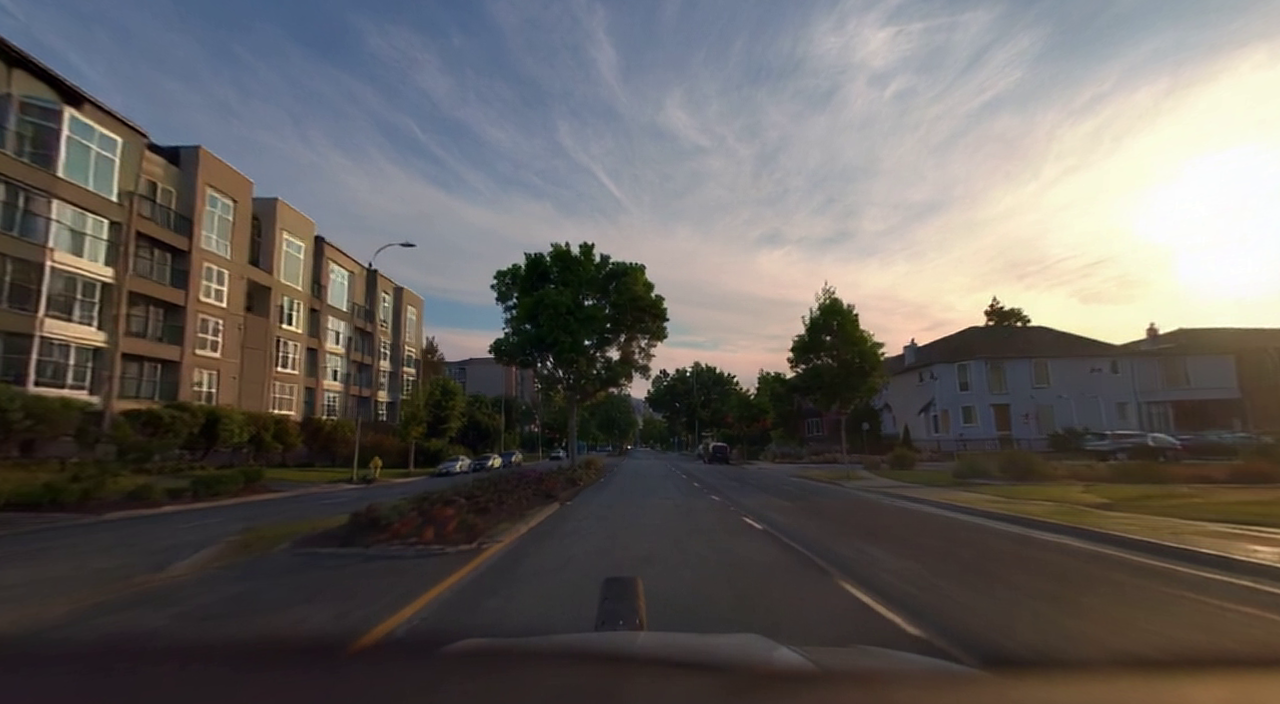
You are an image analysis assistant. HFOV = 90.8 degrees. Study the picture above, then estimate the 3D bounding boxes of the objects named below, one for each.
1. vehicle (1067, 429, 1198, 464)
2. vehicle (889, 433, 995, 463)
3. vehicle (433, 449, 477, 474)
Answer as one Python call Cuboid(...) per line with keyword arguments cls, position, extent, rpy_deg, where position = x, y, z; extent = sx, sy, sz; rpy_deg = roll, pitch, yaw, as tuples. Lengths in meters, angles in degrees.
Cuboid(cls="vehicle", position=(24.925, 4.803, 32.128), extent=(4.861, 1.684, 2.014), rpy_deg=(0, -9, 1))
Cuboid(cls="vehicle", position=(18.557, 5.937, 39.020), extent=(5.466, 1.734, 1.999), rpy_deg=(-1, -9, 1))
Cuboid(cls="vehicle", position=(-13.381, 7.919, 45.938), extent=(1.851, 1.645, 4.152), rpy_deg=(-1, -9, 1))
